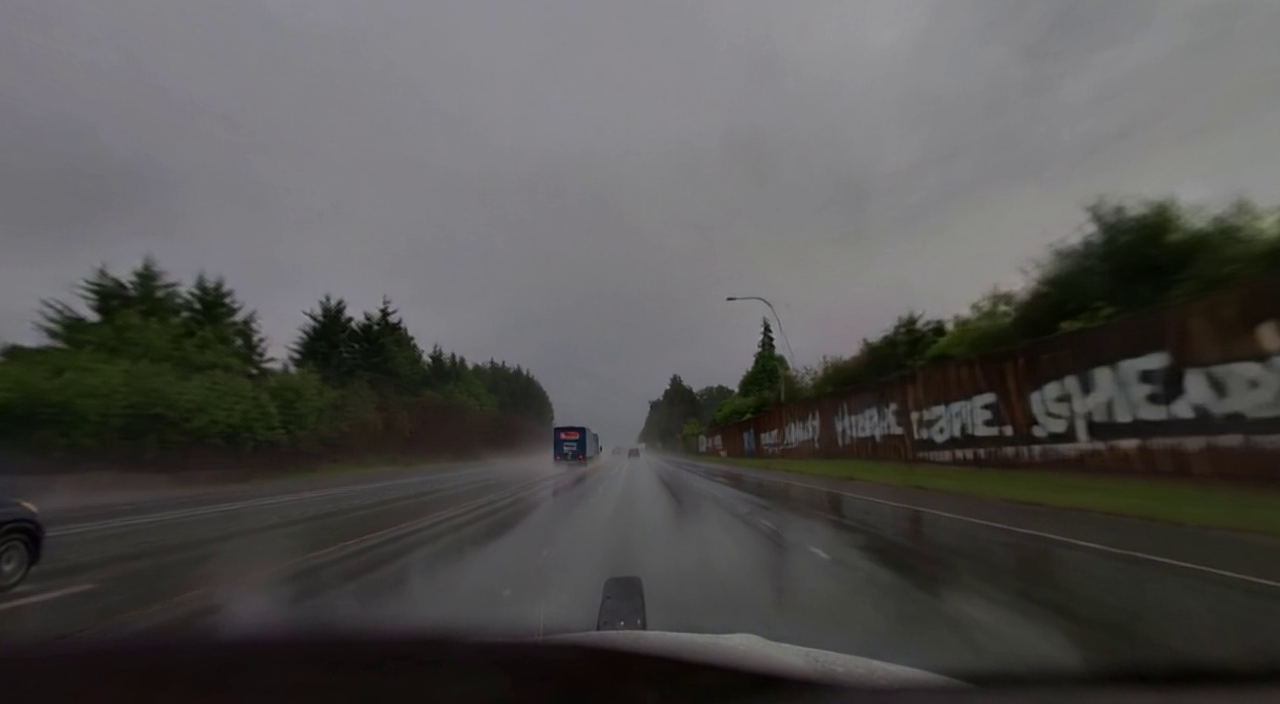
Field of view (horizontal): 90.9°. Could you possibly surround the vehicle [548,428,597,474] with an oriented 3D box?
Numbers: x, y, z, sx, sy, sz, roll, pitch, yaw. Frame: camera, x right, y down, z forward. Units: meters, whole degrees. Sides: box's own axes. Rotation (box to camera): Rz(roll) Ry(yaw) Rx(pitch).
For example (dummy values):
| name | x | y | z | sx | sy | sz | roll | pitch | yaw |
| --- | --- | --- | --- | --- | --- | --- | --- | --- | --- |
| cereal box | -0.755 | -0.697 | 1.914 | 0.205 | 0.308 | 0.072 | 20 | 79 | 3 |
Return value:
| name | x | y | z | sx | sy | sz | roll | pitch | yaw |
| --- | --- | --- | --- | --- | --- | --- | --- | --- | --- |
| vehicle | -3.977 | 5.992 | 38.090 | 2.305 | 2.517 | 5.486 | -1 | -9 | 0 |
